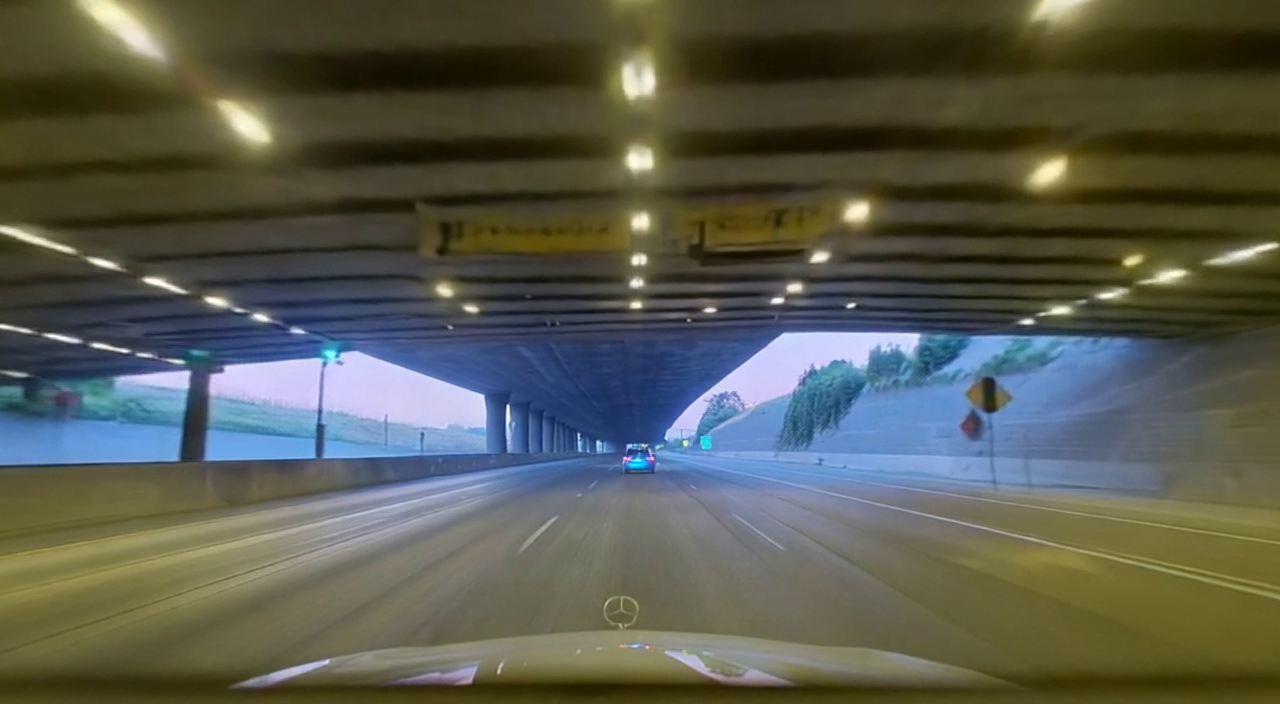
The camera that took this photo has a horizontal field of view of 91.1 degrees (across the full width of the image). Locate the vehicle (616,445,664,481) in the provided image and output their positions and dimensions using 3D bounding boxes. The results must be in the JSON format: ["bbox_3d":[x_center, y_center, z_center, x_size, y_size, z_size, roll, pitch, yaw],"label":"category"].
[{"bbox_3d":[-0.065,5.038,28.842,2.055,1.501,4.321,0,-9,-2],"label":"vehicle"}]

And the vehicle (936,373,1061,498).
[{"bbox_3d":[11.252,2.664,20.035,2.135,3.652,2.845,-1,-9,3],"label":"vehicle"}]
